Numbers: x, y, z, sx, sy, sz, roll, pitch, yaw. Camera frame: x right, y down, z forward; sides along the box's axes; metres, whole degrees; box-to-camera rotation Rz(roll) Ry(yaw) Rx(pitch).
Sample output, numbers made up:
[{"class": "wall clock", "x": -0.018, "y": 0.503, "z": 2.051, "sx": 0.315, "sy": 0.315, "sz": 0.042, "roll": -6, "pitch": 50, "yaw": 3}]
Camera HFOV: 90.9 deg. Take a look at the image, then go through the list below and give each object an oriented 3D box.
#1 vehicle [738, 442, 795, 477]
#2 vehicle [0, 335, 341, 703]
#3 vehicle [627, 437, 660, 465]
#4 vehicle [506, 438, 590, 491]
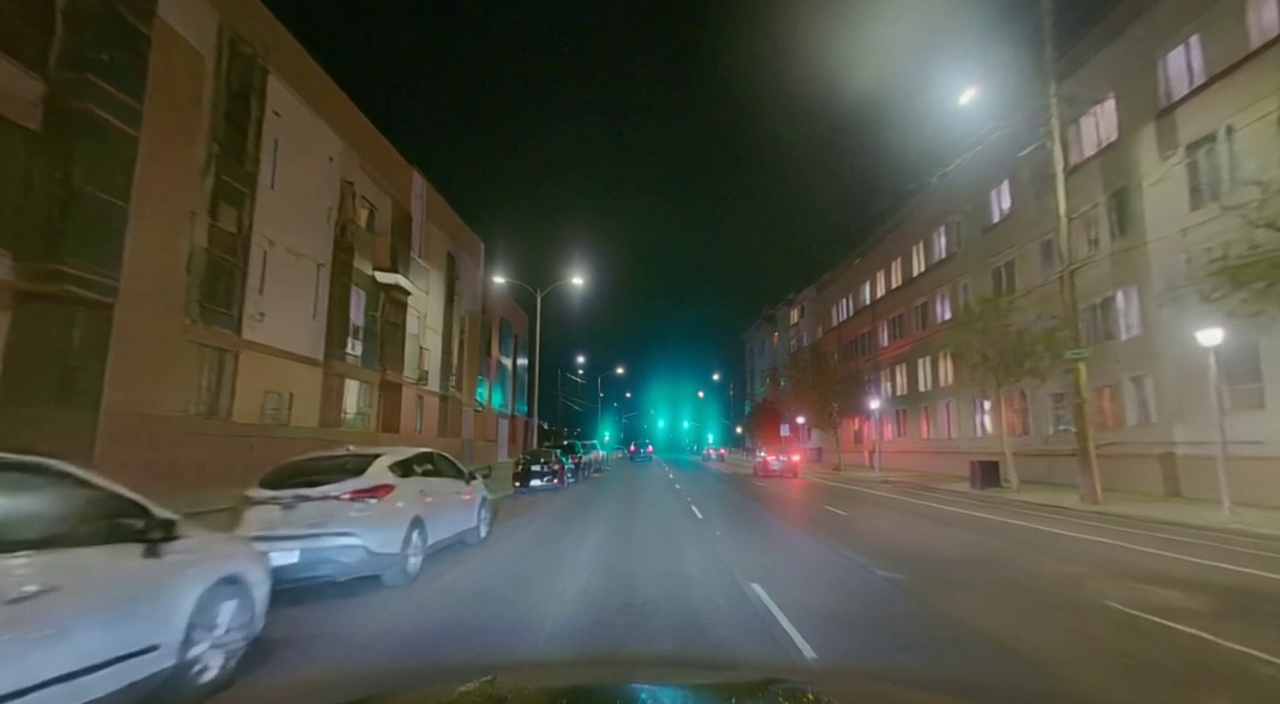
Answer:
[{"class": "vehicle", "x": 5.636, "y": 4.812, "z": 28.446, "sx": 1.799, "sy": 1.463, "sz": 3.464, "roll": 0, "pitch": -9, "yaw": -1}, {"class": "vehicle", "x": -3.182, "y": 0.773, "z": 1.981, "sx": 2.151, "sy": 1.662, "sz": 4.496, "roll": 0, "pitch": -9, "yaw": 2}, {"class": "vehicle", "x": 0.252, "y": 6.513, "z": 41.548, "sx": 2.122, "sy": 1.689, "sz": 3.885, "roll": 0, "pitch": -9, "yaw": 1}, {"class": "vehicle", "x": -2.784, "y": 3.528, "z": 20.083, "sx": 1.843, "sy": 1.482, "sz": 4.310, "roll": -1, "pitch": -9, "yaw": 3}]
